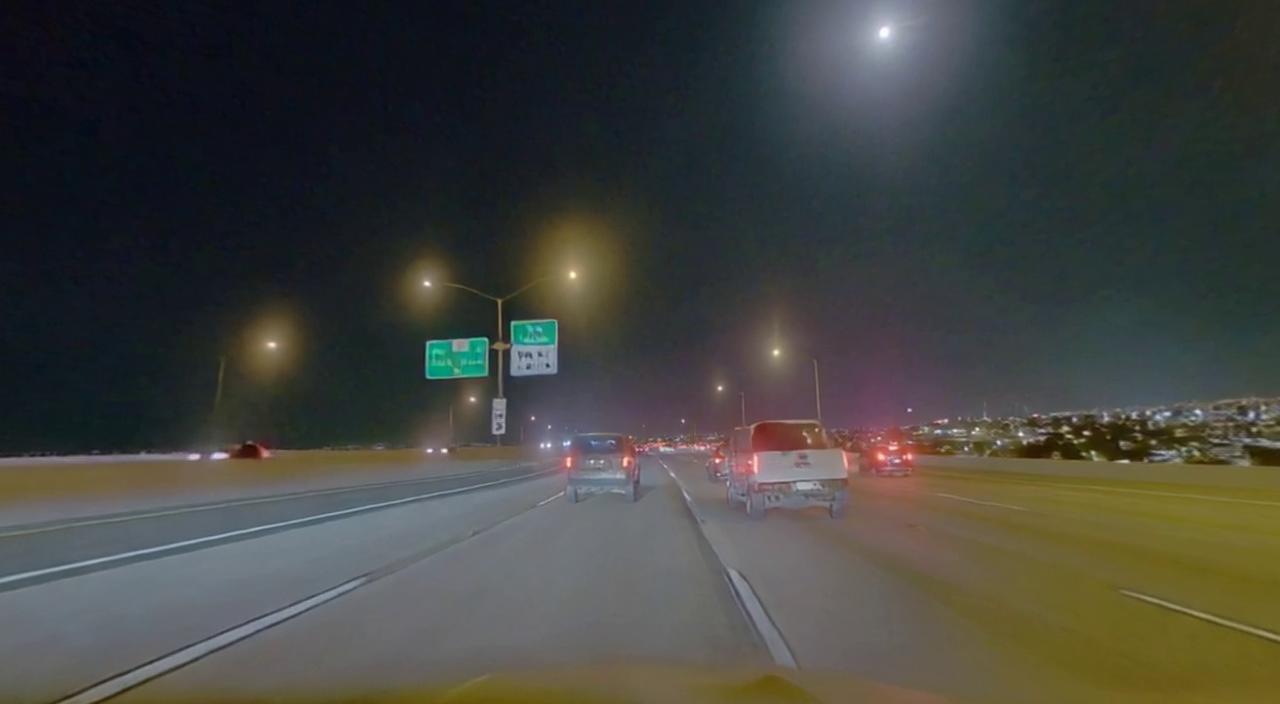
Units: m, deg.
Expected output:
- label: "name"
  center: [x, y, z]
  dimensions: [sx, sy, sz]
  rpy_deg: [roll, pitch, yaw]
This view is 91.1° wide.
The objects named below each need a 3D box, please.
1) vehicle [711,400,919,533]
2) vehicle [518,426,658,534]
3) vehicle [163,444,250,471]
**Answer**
- label: "vehicle"
  center: [3.073, 2.207, 12.834]
  dimensions: [2.732, 2.065, 5.826]
  rpy_deg: [0, -8, 2]
- label: "vehicle"
  center: [-0.748, 2.283, 11.865]
  dimensions: [2.099, 1.640, 4.134]
  rpy_deg: [0, -8, 3]
- label: "vehicle"
  center: [-26.555, 6.451, 38.673]
  dimensions: [1.918, 1.541, 4.690]
  rpy_deg: [0, -8, 2]
